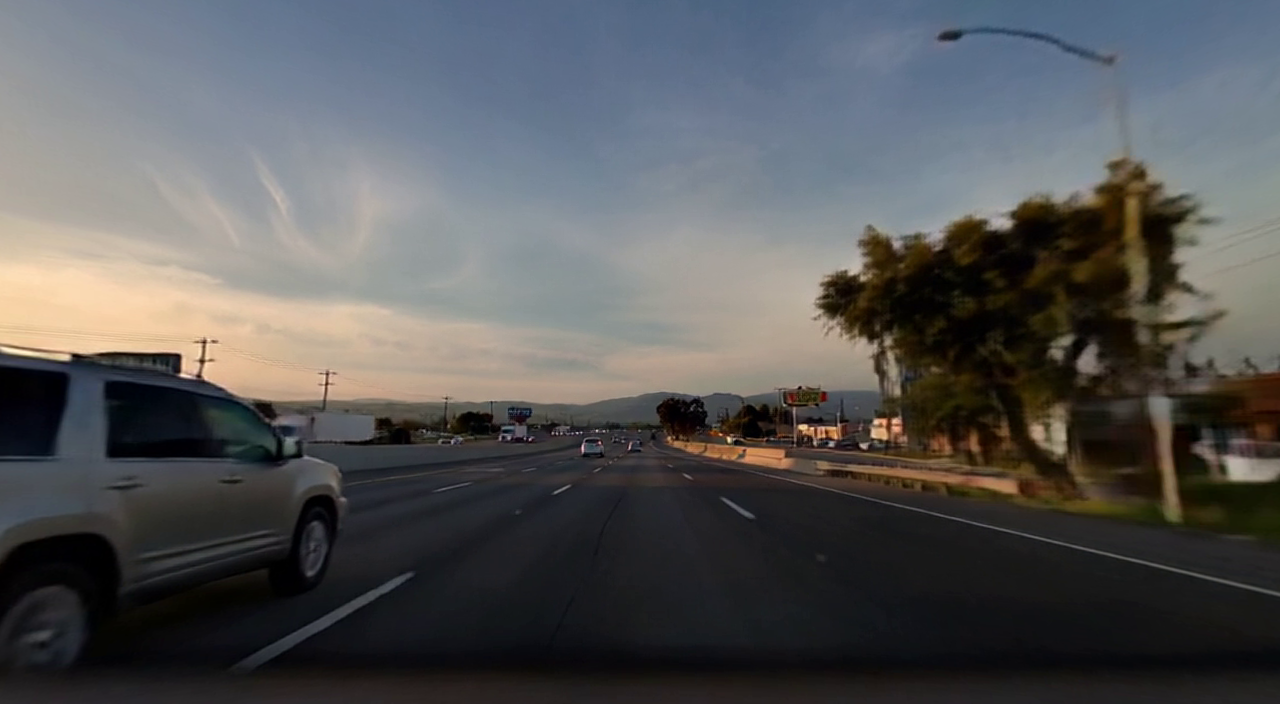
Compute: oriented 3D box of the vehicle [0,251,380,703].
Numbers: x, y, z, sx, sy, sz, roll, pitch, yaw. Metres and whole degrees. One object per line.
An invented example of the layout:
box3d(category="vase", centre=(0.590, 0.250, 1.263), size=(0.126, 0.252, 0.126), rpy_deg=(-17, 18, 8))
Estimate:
box3d(category="vehicle", centre=(-3.977, 0.800, 3.652), size=(2.352, 2.209, 5.802), rpy_deg=(0, -8, 1))
